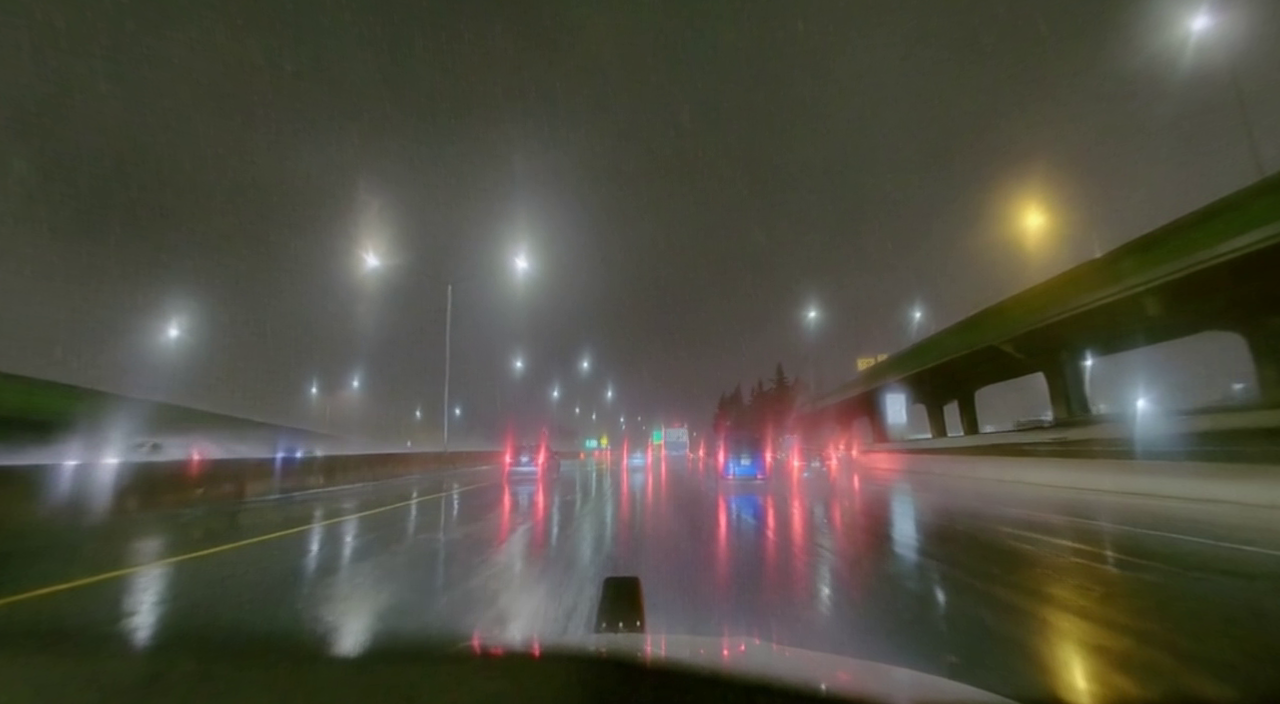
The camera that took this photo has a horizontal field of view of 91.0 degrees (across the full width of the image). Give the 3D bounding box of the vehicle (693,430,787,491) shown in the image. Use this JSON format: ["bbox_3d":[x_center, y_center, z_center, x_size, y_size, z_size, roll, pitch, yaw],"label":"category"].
[{"bbox_3d":[3.091,3.472,20.487,2.202,1.748,4.158,1,-8,-3],"label":"vehicle"}]

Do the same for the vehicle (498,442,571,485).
[{"bbox_3d":[-3.961,4.258,24.401,2.031,1.491,4.145,0,-8,1],"label":"vehicle"}]

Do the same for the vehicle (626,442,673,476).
[{"bbox_3d":[0.437,5.013,29.741,2.089,1.493,3.964,0,-8,0],"label":"vehicle"}]

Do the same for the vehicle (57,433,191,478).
[{"bbox_3d":[-26.565,5.345,32.752,2.204,2.082,5.496,0,-9,1],"label":"vehicle"}]
